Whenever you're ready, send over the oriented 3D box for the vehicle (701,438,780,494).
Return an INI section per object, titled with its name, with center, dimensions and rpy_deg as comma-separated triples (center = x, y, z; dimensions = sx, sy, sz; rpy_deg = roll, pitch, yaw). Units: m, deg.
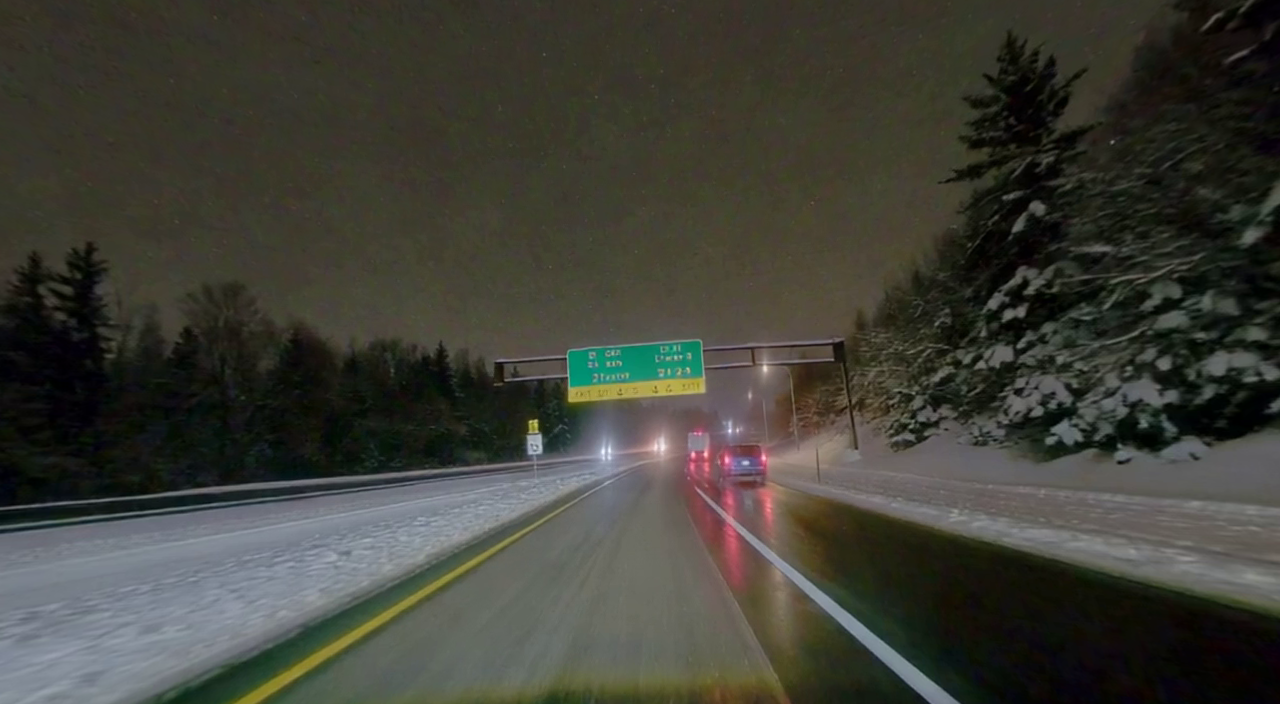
[vehicle]
center = 3.412, 3.948, 22.242
dimensions = 2.143, 1.730, 4.303
rpy_deg = 0, -9, 1
